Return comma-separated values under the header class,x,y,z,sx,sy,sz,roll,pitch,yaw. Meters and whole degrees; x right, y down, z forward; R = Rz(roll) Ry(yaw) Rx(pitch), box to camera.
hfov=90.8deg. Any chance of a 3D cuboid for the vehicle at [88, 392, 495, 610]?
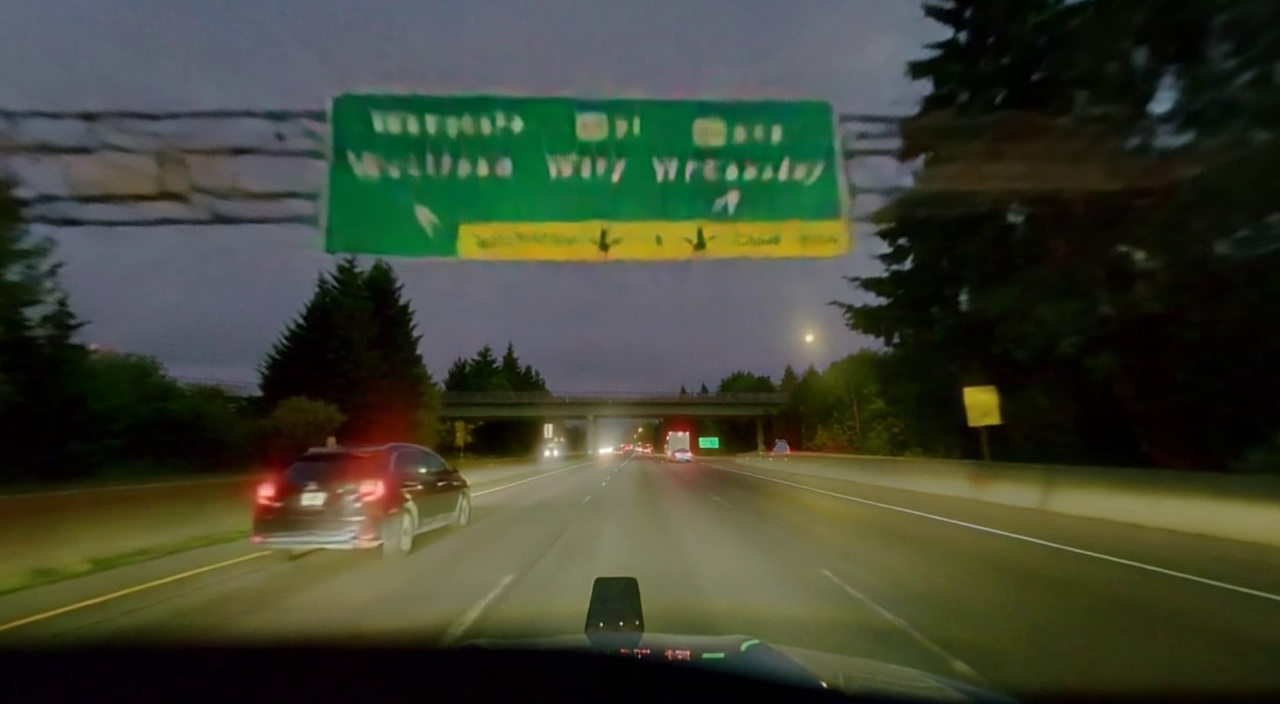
class,x,y,z,sx,sy,sz,roll,pitch,yaw
vehicle,-3.408,1.576,7.541,2.238,1.792,4.518,0,-9,0
